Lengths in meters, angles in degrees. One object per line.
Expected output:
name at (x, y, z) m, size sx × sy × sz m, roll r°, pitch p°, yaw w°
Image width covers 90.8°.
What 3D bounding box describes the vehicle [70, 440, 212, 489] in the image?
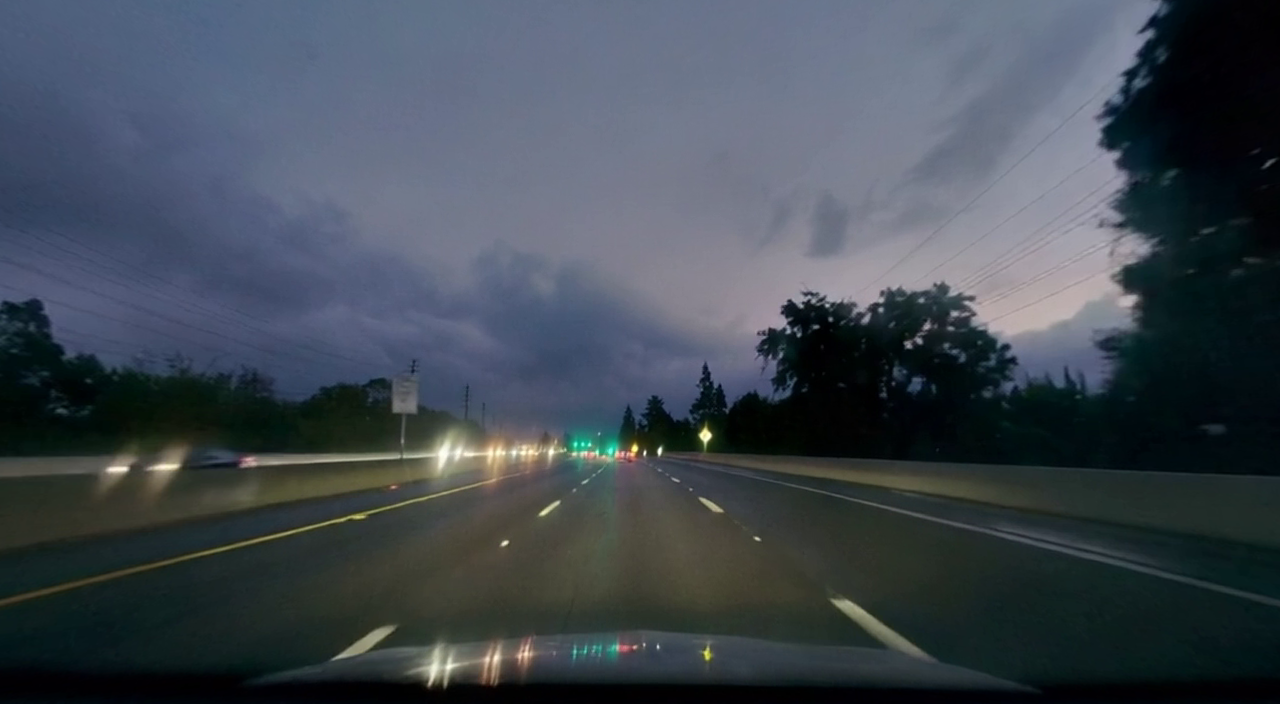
vehicle at (-18.075, 4.094, 23.179) m, size 1.924 × 1.616 × 4.019 m, roll 0°, pitch -9°, yaw -1°
